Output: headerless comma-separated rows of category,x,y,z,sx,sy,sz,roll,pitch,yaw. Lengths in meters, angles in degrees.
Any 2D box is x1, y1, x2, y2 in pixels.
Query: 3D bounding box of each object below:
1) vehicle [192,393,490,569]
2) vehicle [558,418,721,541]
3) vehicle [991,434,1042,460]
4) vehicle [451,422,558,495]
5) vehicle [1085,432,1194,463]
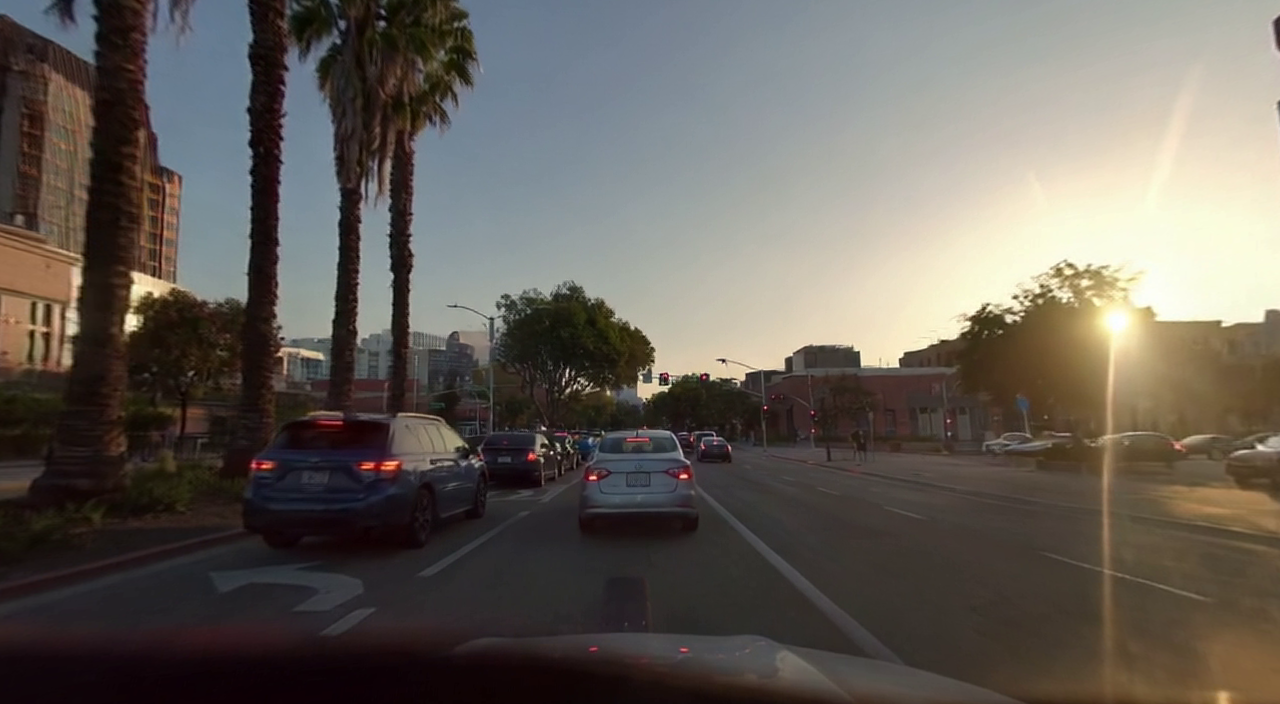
vehicle,-3.507,1.609,8.546,1.914,1.741,4.398,0,-8,-1
vehicle,-0.030,1.982,10.398,2.114,1.585,4.285,0,-8,-1
vehicle,26.018,6.572,43.638,1.882,1.672,3.957,-2,-9,14
vehicle,-3.427,2.782,16.764,1.840,1.684,4.041,0,-8,1
vehicle,25.459,4.893,32.246,3.914,1.427,1.779,-2,-8,6
